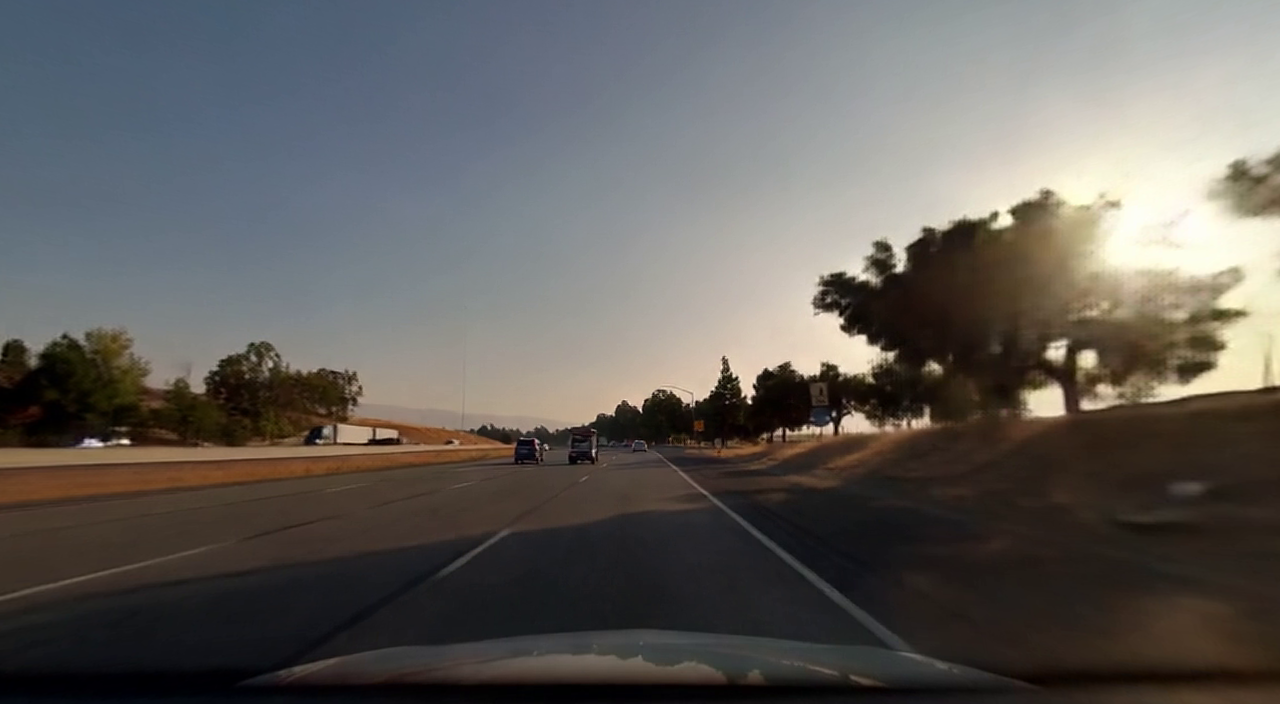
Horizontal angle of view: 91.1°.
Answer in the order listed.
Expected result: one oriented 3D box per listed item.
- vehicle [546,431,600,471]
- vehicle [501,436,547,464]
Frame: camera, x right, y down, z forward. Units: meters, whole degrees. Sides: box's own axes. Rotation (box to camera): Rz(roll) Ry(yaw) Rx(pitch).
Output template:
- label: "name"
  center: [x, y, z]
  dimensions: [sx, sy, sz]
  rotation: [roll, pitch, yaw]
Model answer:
- label: "vehicle"
  center: [-3.151, 4.781, 30.415]
  dimensions: [2.194, 1.766, 3.720]
  rotation: [0, -8, 0]
- label: "vehicle"
  center: [-7.447, 6.328, 40.682]
  dimensions: [2.078, 1.729, 4.722]
  rotation: [0, -8, 0]
